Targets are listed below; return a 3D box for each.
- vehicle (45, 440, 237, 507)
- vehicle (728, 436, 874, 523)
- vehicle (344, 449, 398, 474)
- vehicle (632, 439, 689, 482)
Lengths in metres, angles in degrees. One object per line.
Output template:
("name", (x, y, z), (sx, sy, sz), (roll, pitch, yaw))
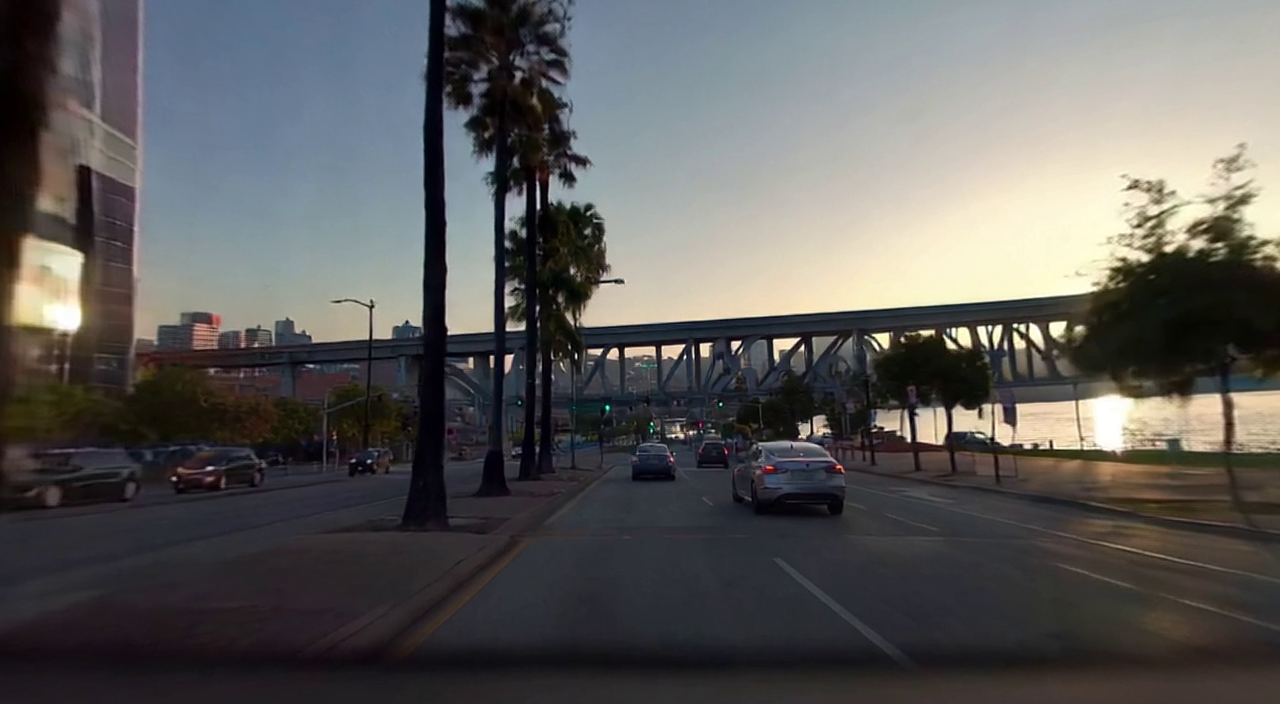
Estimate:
("vehicle", (-15.699, 3.802, 20.300), (2.048, 1.830, 5.136), (0, -9, -1))
("vehicle", (3.186, 2.625, 13.645), (2.051, 1.509, 4.933), (0, -9, 2))
("vehicle", (-18.760, 7.621, 44.082), (1.850, 1.590, 4.201), (0, -9, 1))
("vehicle", (0.884, 4.225, 24.693), (2.077, 1.518, 3.760), (-1, -9, 4))
